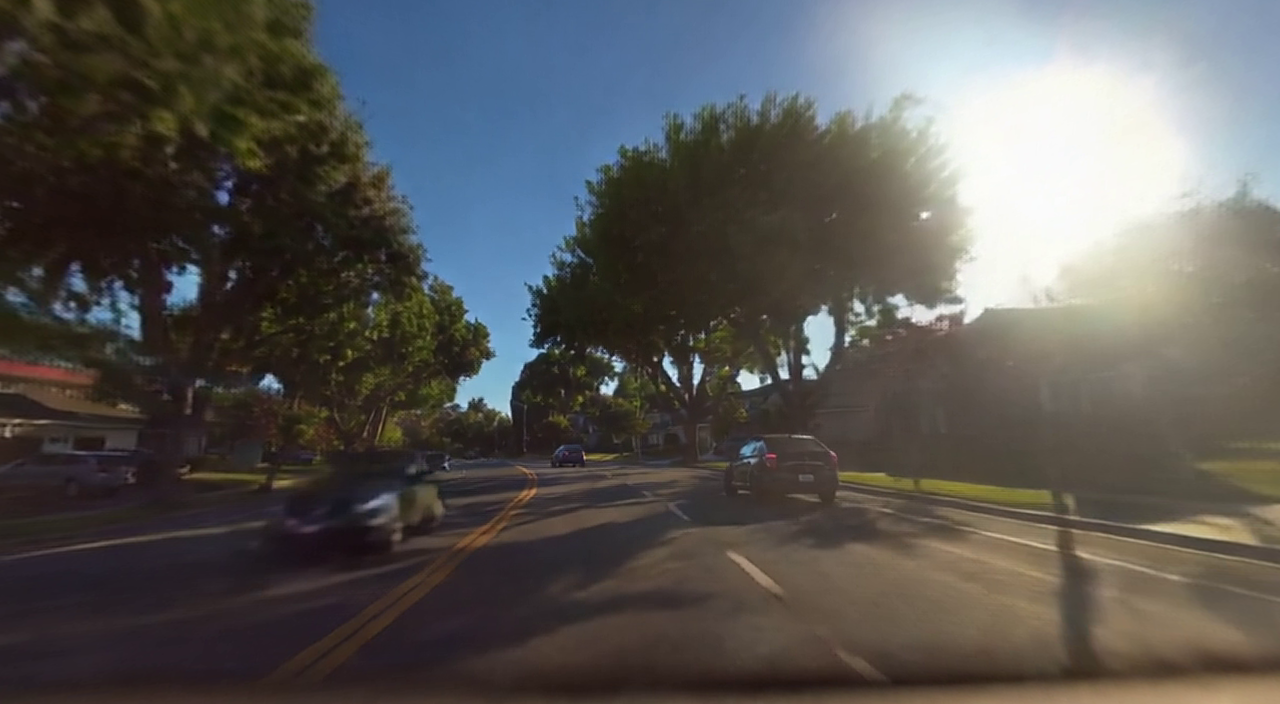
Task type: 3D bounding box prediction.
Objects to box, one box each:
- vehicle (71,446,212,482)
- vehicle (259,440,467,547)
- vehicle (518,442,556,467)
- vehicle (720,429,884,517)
[{"bbox_3d":[-22.246,5.000,28.254,4.670,1.533,1.904,0,-8,0],"label":"vehicle"},{"bbox_3d":[-4.498,2.318,11.098,1.985,1.470,4.305,0,-8,-4],"label":"vehicle"},{"bbox_3d":[-7.587,7.472,46.091,2.106,1.667,4.367,2,-9,-18],"label":"vehicle"},{"bbox_3d":[3.126,2.423,13.219,1.934,1.506,4.282,1,-8,-6],"label":"vehicle"}]
